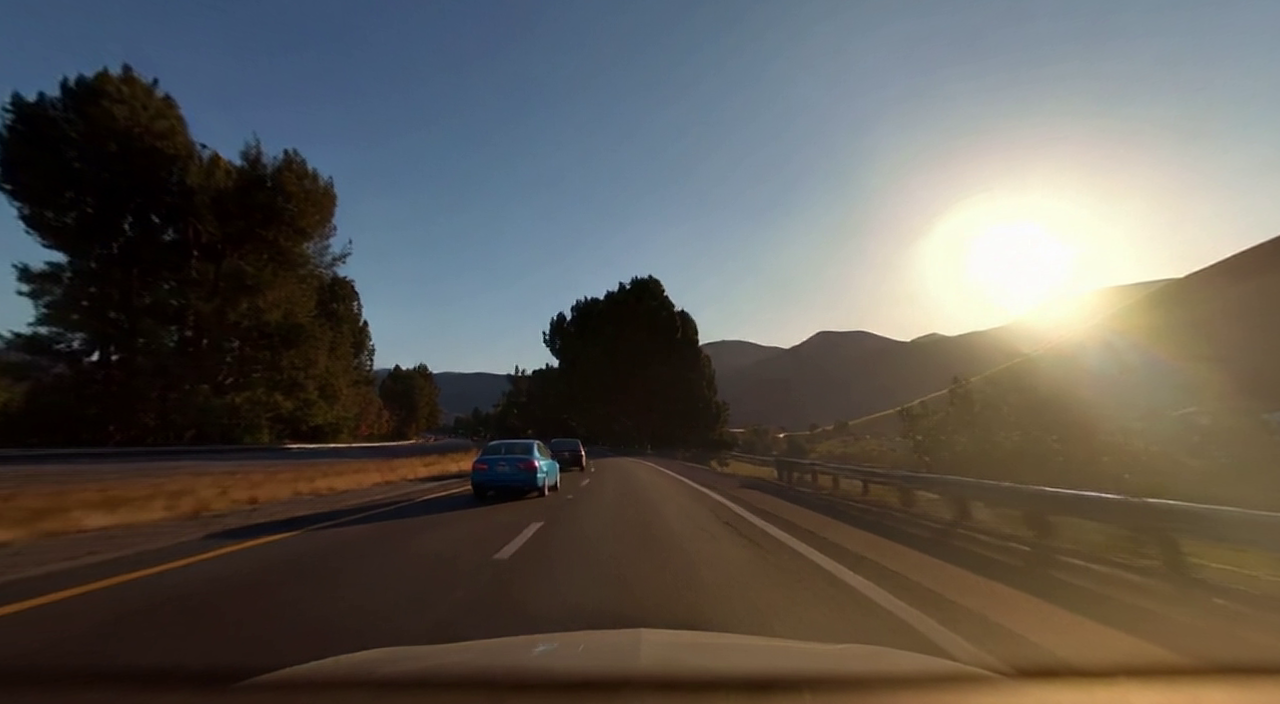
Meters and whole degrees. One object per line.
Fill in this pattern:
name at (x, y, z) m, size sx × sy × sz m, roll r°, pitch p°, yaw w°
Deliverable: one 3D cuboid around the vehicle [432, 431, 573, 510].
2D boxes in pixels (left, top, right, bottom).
vehicle at (-2.906, 2.620, 14.522) m, size 2.097 × 1.511 × 4.585 m, roll 0°, pitch -8°, yaw 2°
